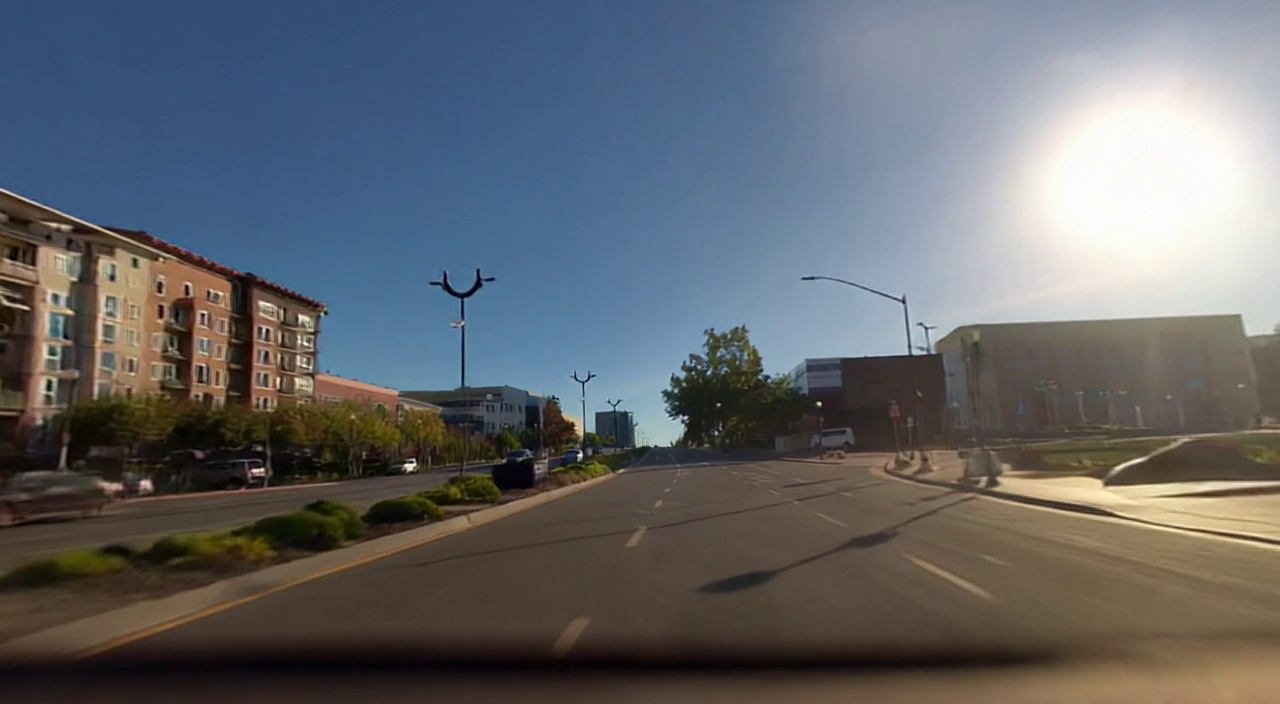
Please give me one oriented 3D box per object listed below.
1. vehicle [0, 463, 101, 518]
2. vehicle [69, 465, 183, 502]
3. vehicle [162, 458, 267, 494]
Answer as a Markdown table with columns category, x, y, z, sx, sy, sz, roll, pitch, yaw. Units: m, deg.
| category | x | y | z | sx | sy | sz | roll | pitch | yaw |
| --- | --- | --- | --- | --- | --- | --- | --- | --- | --- |
| vehicle | -23.289 | 5.085 | 23.203 | 2.065 | 1.788 | 5.053 | -1 | -8 | 6 |
| vehicle | -28.781 | 7.346 | 35.526 | 2.073 | 1.772 | 4.793 | -1 | -8 | 6 |
| vehicle | -28.439 | 8.286 | 42.488 | 2.403 | 2.020 | 6.284 | -1 | -8 | 3 |
